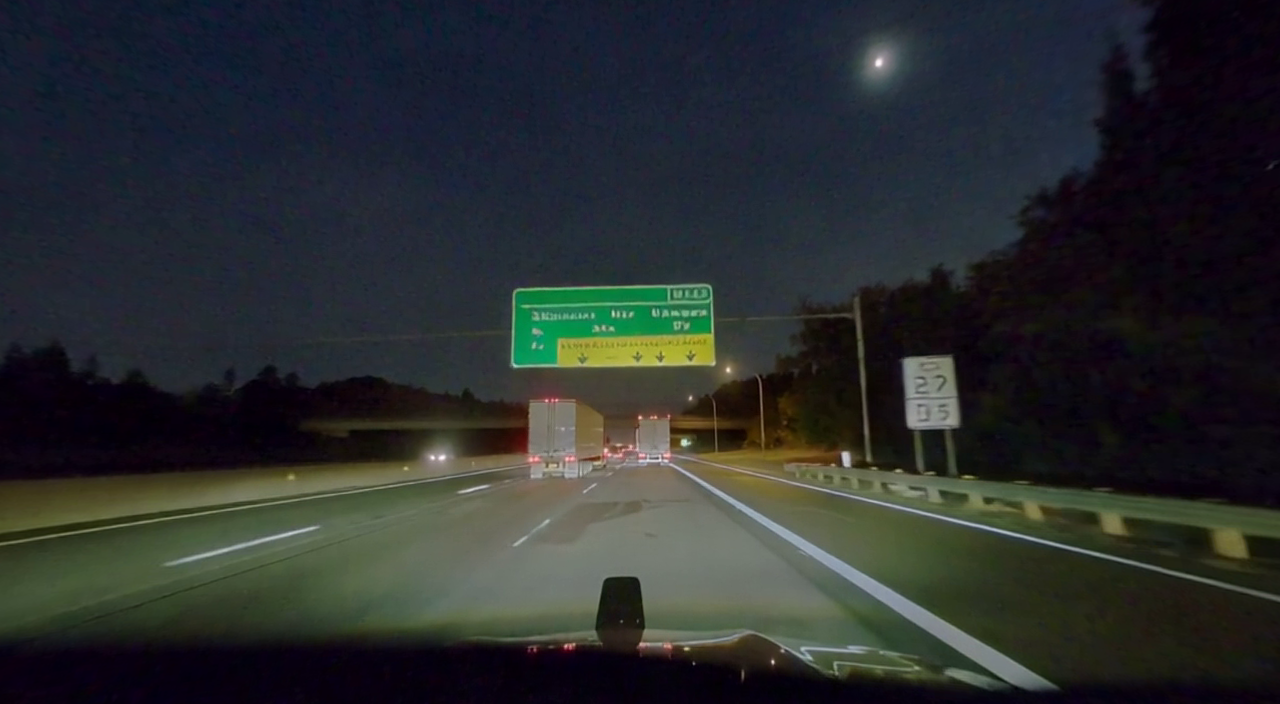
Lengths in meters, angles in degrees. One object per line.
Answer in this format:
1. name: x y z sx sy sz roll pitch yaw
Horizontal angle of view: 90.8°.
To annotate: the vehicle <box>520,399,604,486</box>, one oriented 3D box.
1. vehicle: -3.164 3.960 27.473 2.696 3.266 7.062 0 -9 0
